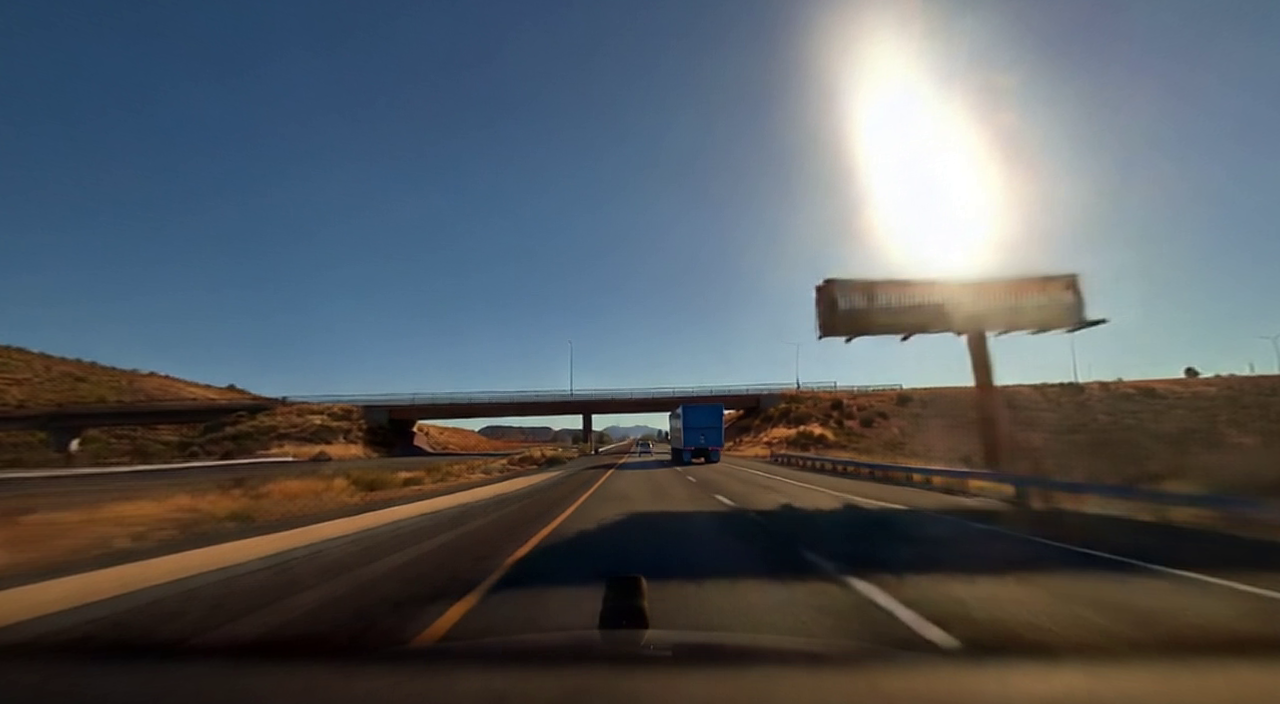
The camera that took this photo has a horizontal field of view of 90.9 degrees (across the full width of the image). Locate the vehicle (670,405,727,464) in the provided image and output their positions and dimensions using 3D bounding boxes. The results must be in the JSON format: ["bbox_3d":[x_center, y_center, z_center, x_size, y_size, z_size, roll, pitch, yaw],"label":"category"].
[{"bbox_3d":[4.047,6.129,46.263,3.024,3.834,10.128,0,-8,-1],"label":"vehicle"}]
